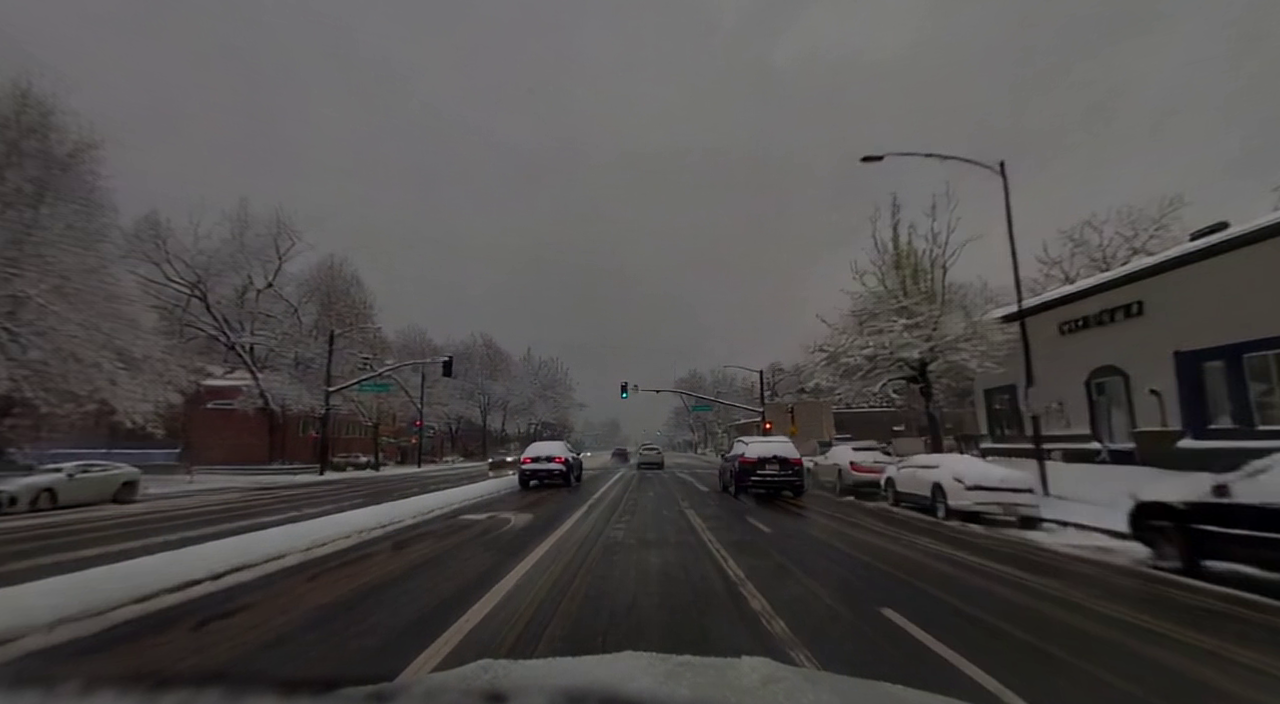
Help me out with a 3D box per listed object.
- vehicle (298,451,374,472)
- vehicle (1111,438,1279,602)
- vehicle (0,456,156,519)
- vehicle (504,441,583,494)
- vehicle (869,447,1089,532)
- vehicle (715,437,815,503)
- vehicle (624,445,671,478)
[{"bbox_3d":[-23.499,8.462,48.834,4.890,1.514,1.908,0,-9,1],"label":"vehicle"},{"bbox_3d":[6.964,1.555,5.779,1.898,1.524,4.439,0,-9,1],"label":"vehicle"},{"bbox_3d":[-16.766,3.811,18.112,1.919,1.469,4.719,-2,-8,1],"label":"vehicle"},{"bbox_3d":[-2.990,3.684,20.458,1.860,1.510,4.073,0,-9,1],"label":"vehicle"},{"bbox_3d":[6.877,2.803,13.596,1.920,1.473,4.898,0,-9,-2],"label":"vehicle"},{"bbox_3d":[3.355,3.243,17.708,1.987,1.637,3.896,0,-9,0],"label":"vehicle"},{"bbox_3d":[0.349,5.200,30.264,2.103,1.468,4.094,0,-9,0],"label":"vehicle"}]
